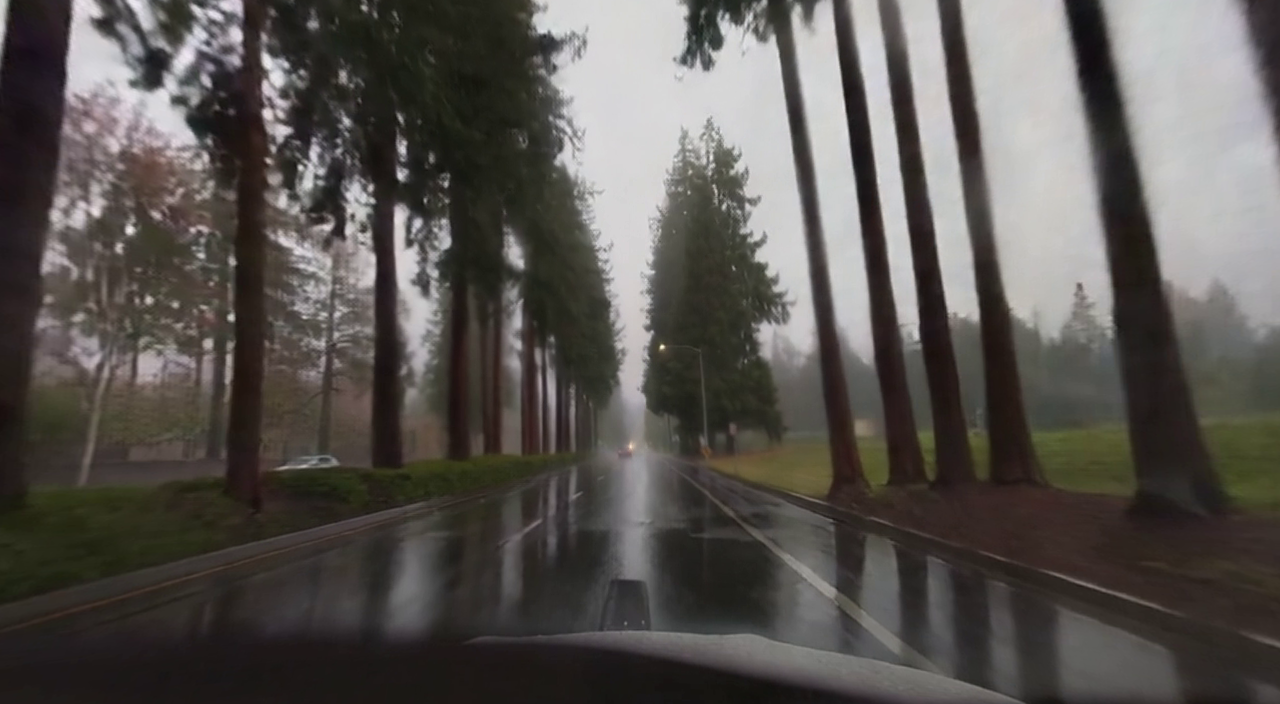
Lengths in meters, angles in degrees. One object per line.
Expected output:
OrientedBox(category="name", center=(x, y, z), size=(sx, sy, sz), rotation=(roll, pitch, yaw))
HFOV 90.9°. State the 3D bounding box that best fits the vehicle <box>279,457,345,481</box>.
OrientedBox(category="vehicle", center=(-21.842, 7.785, 42.223), size=(1.949, 1.439, 4.626), rotation=(0, -8, 0))
